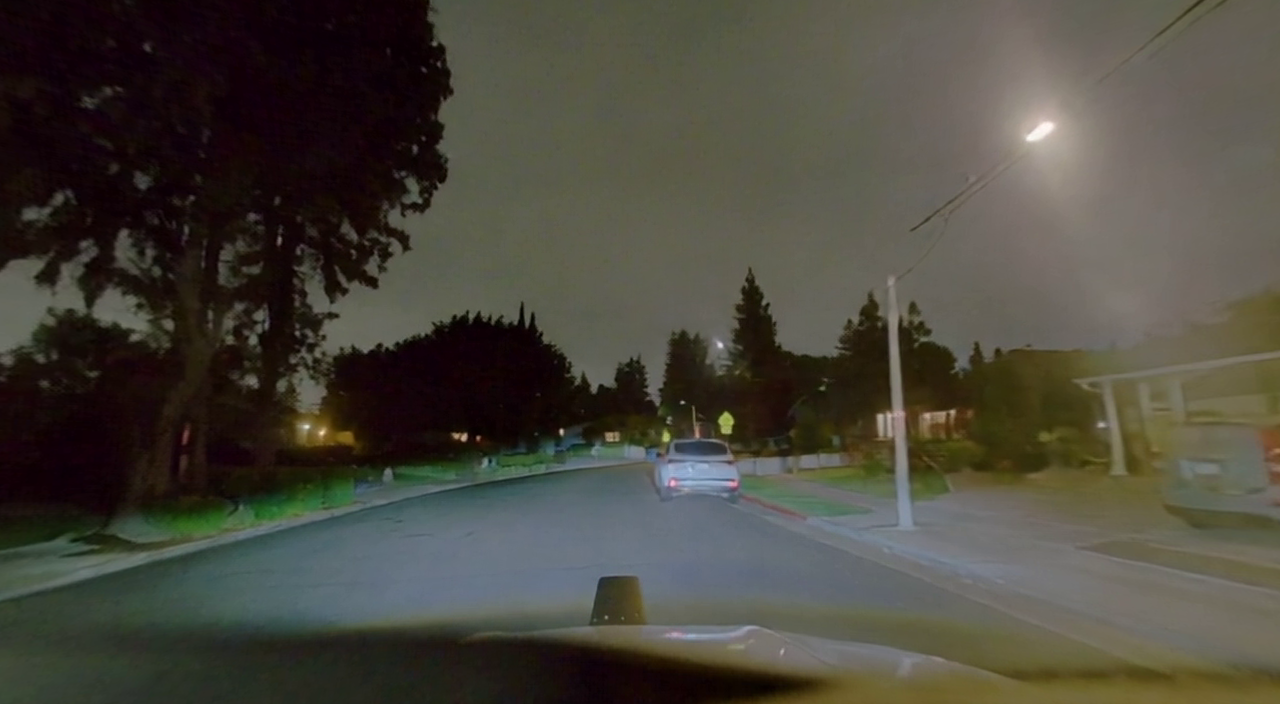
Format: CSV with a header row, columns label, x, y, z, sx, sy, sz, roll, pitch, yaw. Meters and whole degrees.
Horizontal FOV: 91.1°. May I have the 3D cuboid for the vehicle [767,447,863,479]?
label,x,y,z,sx,sy,sz,roll,pitch,yaw
vehicle,8.710,5.563,31.594,4.457,1.510,1.762,-2,-9,11

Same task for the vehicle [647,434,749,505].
label,x,y,z,sx,sy,sz,roll,pitch,yaw
vehicle,1.485,3.286,18.060,2.163,1.760,4.591,1,-8,-4
